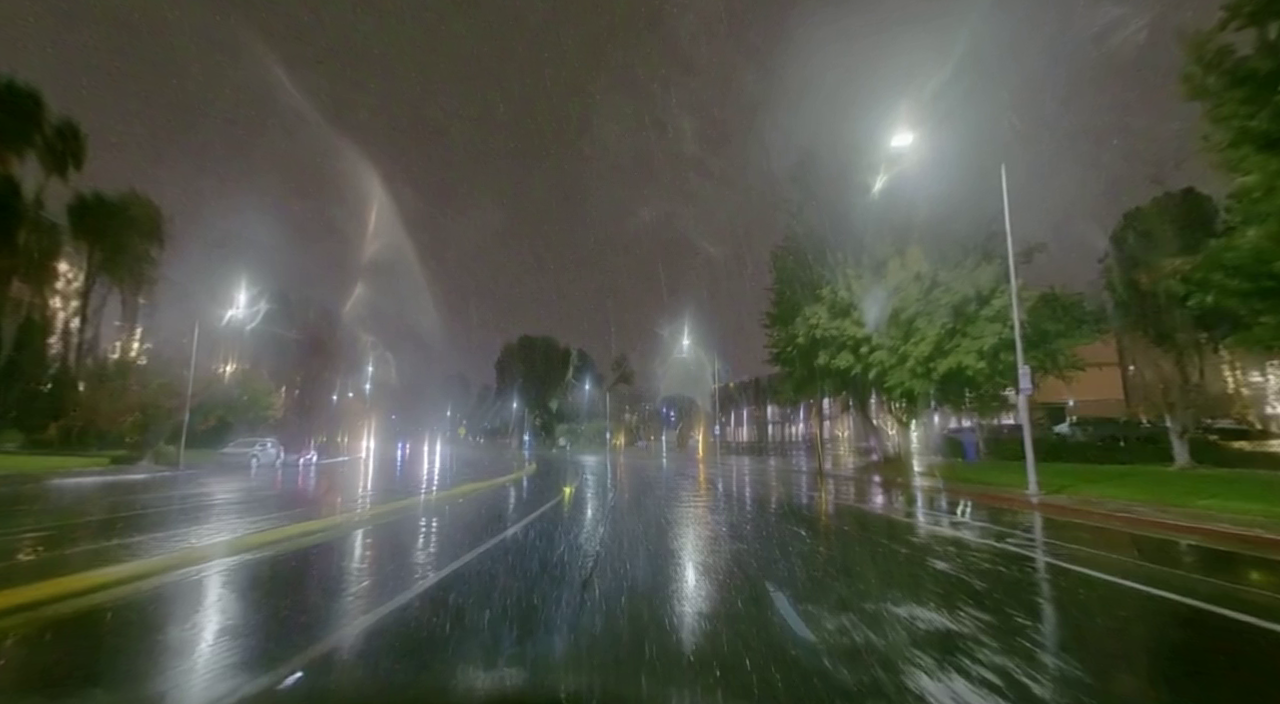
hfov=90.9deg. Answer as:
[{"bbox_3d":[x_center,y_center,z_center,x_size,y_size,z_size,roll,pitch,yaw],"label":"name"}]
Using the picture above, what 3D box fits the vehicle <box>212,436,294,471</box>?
[{"bbox_3d":[-23.074,6.066,37.847,2.387,1.951,4.827,1,-9,-9],"label":"vehicle"}]
